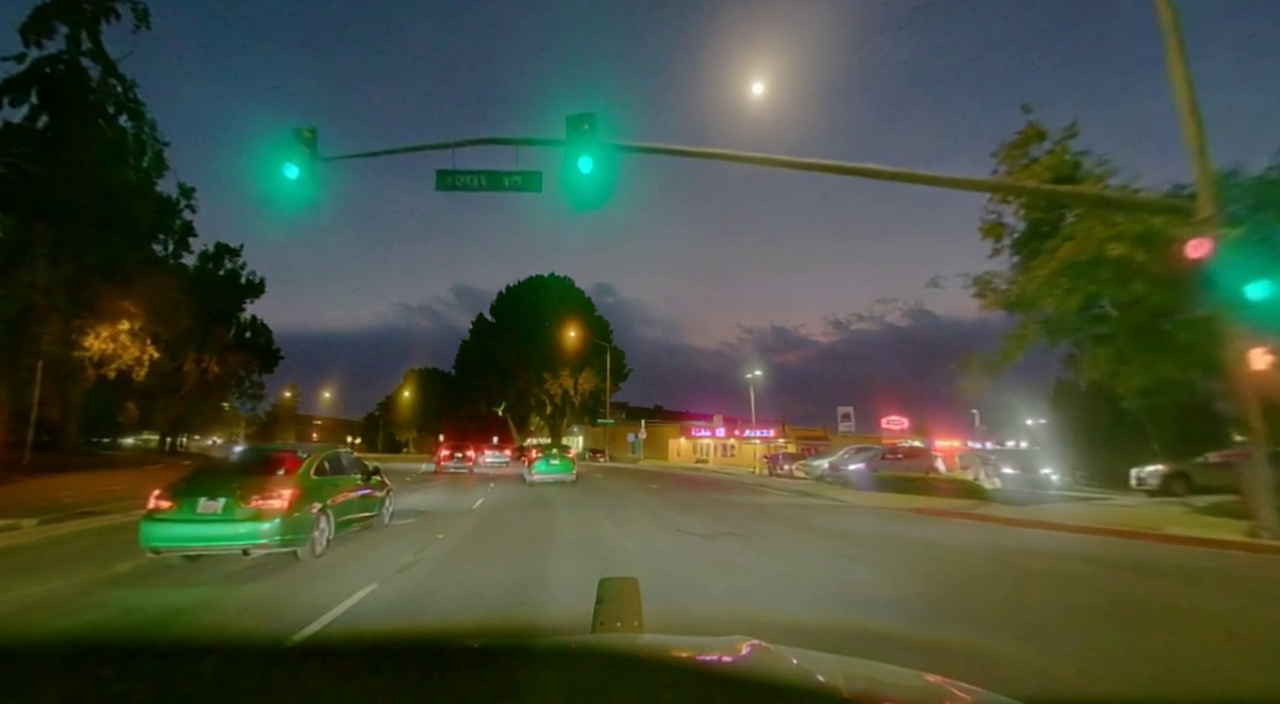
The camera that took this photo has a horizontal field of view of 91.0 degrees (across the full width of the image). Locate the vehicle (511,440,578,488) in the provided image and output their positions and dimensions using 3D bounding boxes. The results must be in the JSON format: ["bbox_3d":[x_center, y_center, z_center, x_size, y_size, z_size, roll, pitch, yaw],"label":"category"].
[{"bbox_3d":[-3.417,3.823,21.880,2.001,1.483,4.442,2,-9,-12],"label":"vehicle"}]

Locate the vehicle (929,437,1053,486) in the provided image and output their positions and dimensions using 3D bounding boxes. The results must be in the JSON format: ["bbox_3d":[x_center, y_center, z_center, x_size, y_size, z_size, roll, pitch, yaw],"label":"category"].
[{"bbox_3d":[11.534,3.613,21.032,1.762,1.453,3.976,0,-8,-2],"label":"vehicle"}]

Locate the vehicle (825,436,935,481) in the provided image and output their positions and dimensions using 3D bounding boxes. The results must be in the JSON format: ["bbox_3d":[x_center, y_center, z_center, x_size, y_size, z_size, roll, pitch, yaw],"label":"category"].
[{"bbox_3d":[8.729,3.913,23.428,1.919,1.489,4.889,0,-8,-4],"label":"vehicle"}]

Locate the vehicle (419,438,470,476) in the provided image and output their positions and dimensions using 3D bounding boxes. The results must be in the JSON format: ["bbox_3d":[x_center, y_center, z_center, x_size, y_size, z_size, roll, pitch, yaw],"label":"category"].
[{"bbox_3d":[-8.883,4.768,28.889,2.042,1.593,3.956,2,-9,-15],"label":"vehicle"}]

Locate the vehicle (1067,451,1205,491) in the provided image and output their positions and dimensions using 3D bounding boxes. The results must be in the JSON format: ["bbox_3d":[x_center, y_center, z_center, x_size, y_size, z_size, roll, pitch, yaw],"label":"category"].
[{"bbox_3d":[18.527,4.435,23.611,3.800,1.369,1.759,1,-8,-5],"label":"vehicle"}]

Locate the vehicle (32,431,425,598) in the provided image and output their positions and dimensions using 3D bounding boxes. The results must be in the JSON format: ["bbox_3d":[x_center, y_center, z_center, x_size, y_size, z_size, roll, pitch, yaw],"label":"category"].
[{"bbox_3d":[-4.559,1.831,8.206,2.105,1.477,4.857,0,-8,-4],"label":"vehicle"}]
